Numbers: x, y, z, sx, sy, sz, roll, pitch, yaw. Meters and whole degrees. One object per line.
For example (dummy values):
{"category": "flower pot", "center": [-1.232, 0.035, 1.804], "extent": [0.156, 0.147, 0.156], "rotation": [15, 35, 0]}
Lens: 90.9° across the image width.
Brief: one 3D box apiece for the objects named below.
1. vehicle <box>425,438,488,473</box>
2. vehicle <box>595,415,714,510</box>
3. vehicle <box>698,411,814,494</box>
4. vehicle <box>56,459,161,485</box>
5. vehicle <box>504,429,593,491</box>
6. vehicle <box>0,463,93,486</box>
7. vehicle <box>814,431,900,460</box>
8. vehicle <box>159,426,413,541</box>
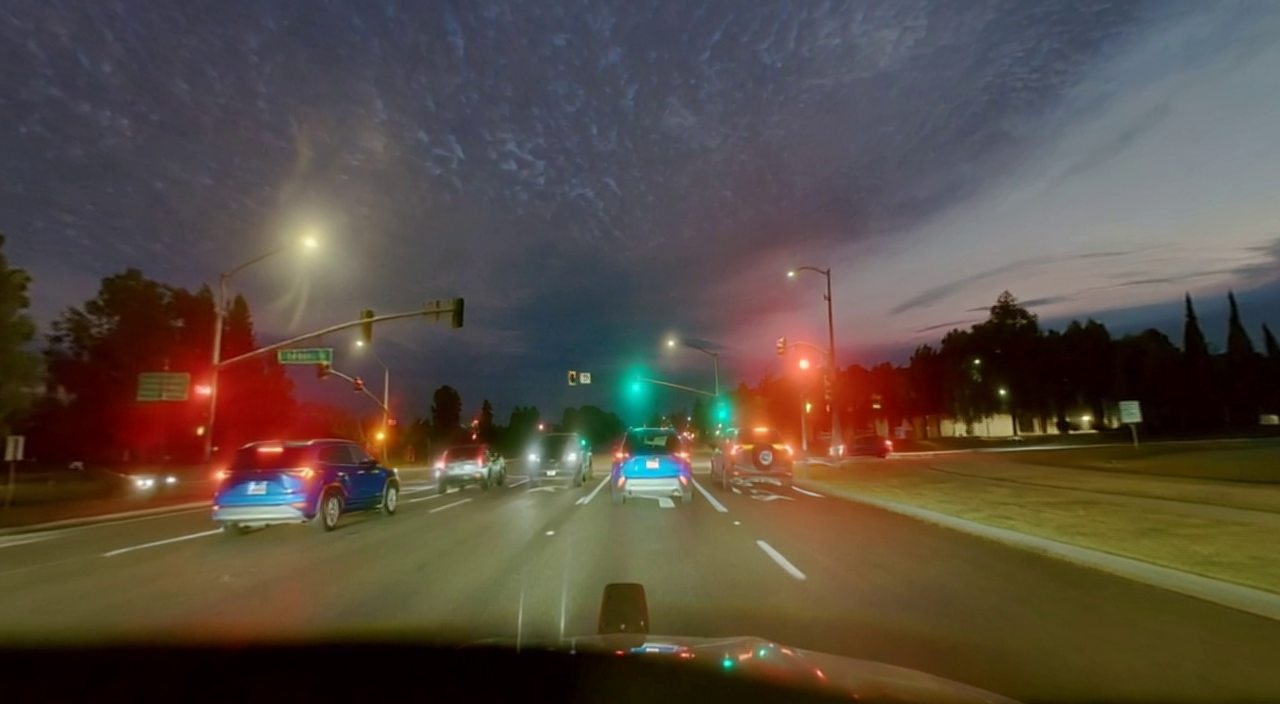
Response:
{"category": "vehicle", "center": [-9.985, 5.564, 34.072], "extent": [2.108, 1.689, 4.316], "rotation": [2, -9, -33]}
{"category": "vehicle", "center": [0.259, 2.416, 14.080], "extent": [2.235, 1.778, 4.178], "rotation": [0, -9, 0]}
{"category": "vehicle", "center": [3.184, 2.951, 18.740], "extent": [2.338, 2.063, 5.672], "rotation": [0, -9, 0]}
{"category": "vehicle", "center": [-32.022, 7.219, 38.086], "extent": [4.554, 1.449, 1.949], "rotation": [0, -9, 0]}
{"category": "vehicle", "center": [-2.691, 3.311, 19.603], "extent": [2.058, 1.659, 4.514], "rotation": [0, -9, 0]}
{"category": "vehicle", "center": [-40.374, 8.284, 42.682], "extent": [4.689, 1.461, 1.882], "rotation": [0, -9, -2]}
{"category": "vehicle", "center": [14.404, 6.225, 42.036], "extent": [4.983, 1.560, 1.841], "rotation": [-4, -8, 0]}
{"category": "vehicle", "center": [-6.036, 2.279, 11.586], "extent": [2.052, 1.664, 4.476], "rotation": [0, -9, 0]}
